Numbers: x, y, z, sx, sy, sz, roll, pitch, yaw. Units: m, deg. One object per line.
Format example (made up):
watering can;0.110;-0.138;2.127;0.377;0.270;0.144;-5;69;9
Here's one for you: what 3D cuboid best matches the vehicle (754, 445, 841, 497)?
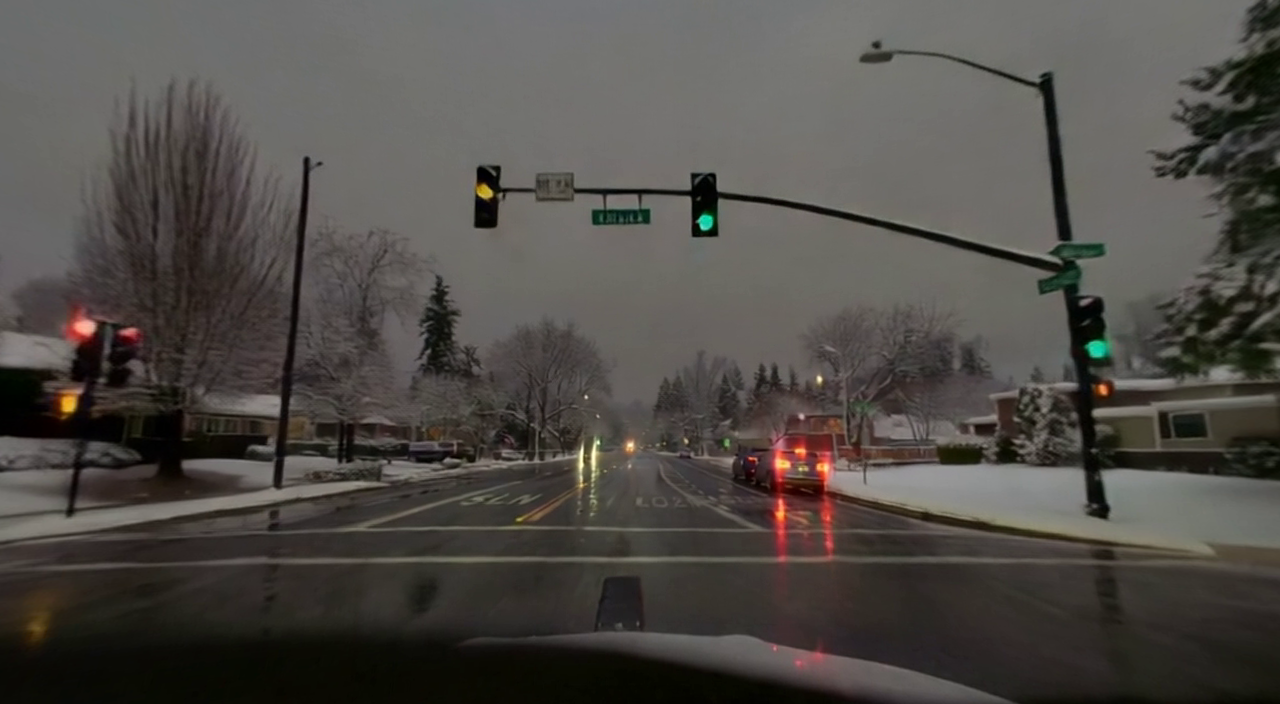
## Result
vehicle;5.358;4.076;22.101;1.891;1.611;4.269;0;-9;0
